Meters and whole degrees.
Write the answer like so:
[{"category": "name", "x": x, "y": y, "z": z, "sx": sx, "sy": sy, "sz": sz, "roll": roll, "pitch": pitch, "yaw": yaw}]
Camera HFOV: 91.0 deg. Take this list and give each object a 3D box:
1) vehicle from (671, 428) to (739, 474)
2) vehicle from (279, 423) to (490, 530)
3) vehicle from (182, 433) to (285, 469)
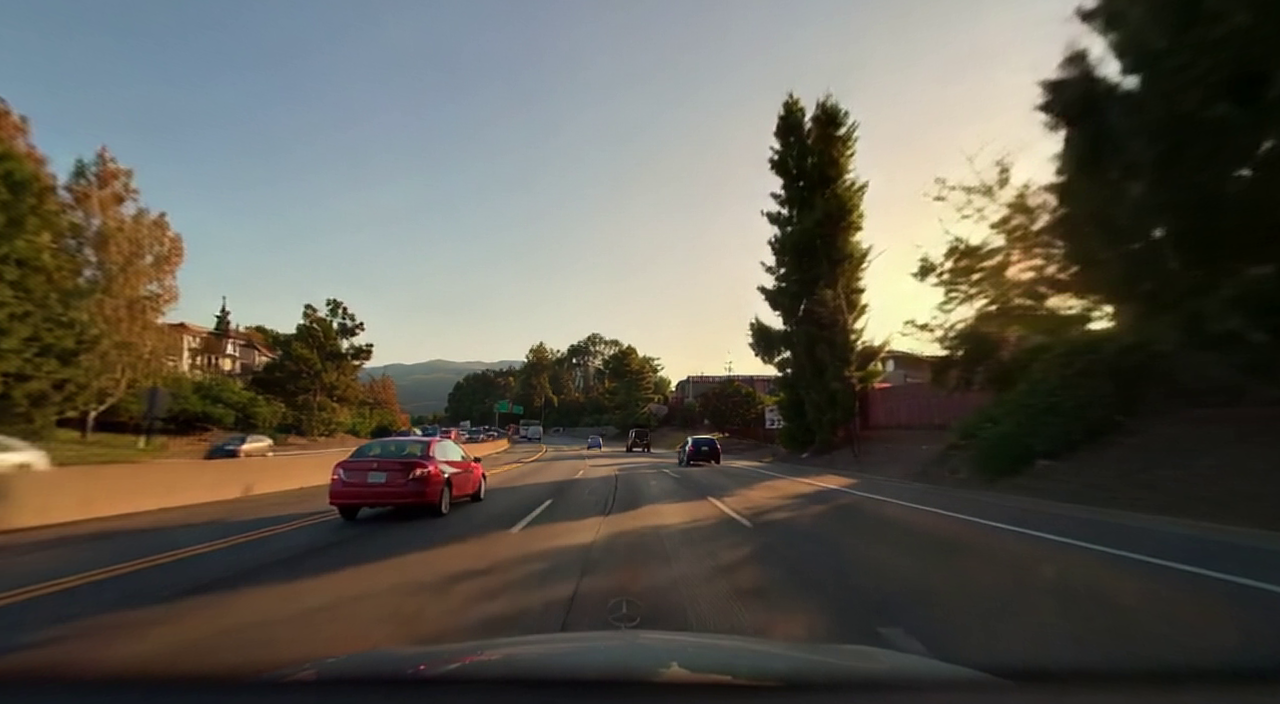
[{"category": "vehicle", "x": 2.528, "y": 3.966, "z": 25.476, "sx": 2.092, "sy": 1.686, "sz": 4.188, "roll": 0, "pitch": -8, "yaw": -3}, {"category": "vehicle", "x": -4.268, "y": 2.146, "z": 11.462, "sx": 2.036, "sy": 1.528, "sz": 4.400, "roll": 0, "pitch": -8, "yaw": -1}, {"category": "vehicle", "x": -17.686, "y": 4.330, "z": 27.632, "sx": 1.910, "sy": 1.461, "sz": 3.908, "roll": 0, "pitch": -8, "yaw": 0}]
